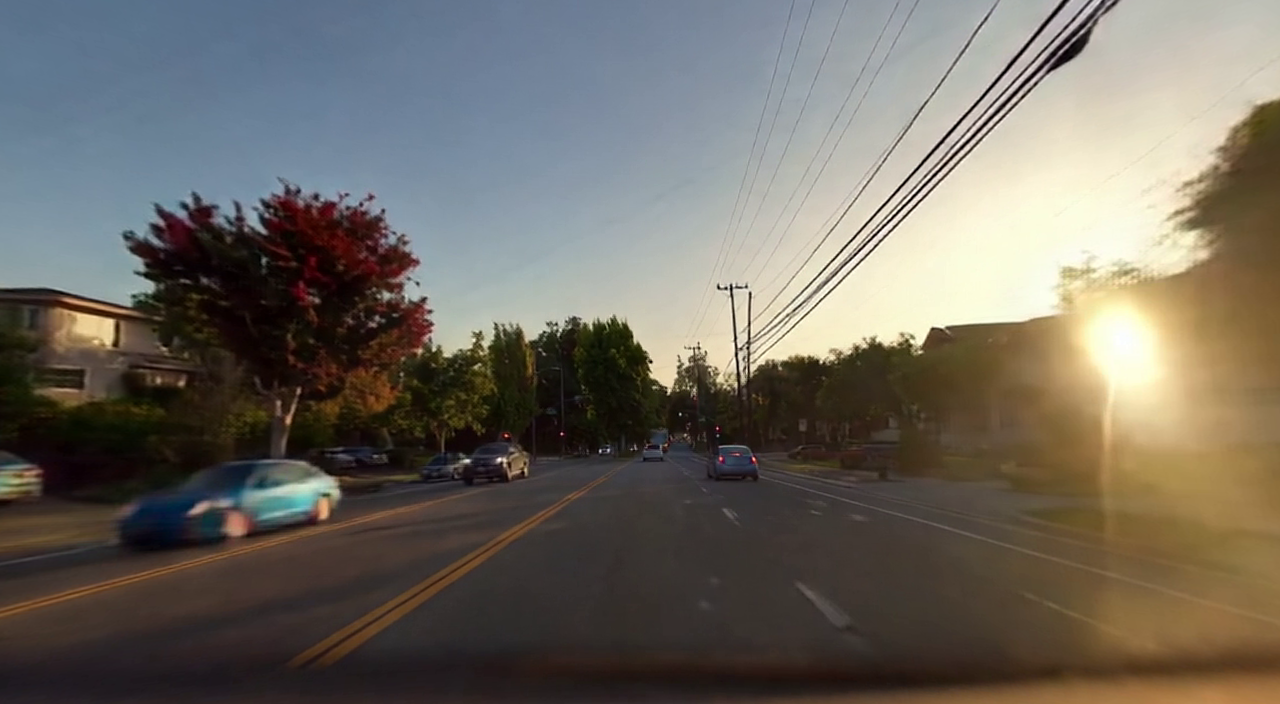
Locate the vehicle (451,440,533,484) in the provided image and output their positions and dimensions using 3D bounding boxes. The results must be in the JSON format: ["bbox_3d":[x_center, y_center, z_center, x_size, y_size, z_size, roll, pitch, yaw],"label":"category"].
[{"bbox_3d":[-6.636,4.993,28.982,2.303,1.789,5.423,-1,-8,2],"label":"vehicle"}]

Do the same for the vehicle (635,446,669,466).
[{"bbox_3d":[0.852,7.379,44.875,2.298,1.359,4.081,0,-8,1],"label":"vehicle"}]

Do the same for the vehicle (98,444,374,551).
[{"bbox_3d":[-7.042,2.522,11.786,1.997,1.566,4.637,0,-8,1],"label":"vehicle"}]

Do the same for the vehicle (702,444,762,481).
[{"bbox_3d":[3.914,4.755,27.519,1.951,1.479,4.487,0,-8,0],"label":"vehicle"}]
